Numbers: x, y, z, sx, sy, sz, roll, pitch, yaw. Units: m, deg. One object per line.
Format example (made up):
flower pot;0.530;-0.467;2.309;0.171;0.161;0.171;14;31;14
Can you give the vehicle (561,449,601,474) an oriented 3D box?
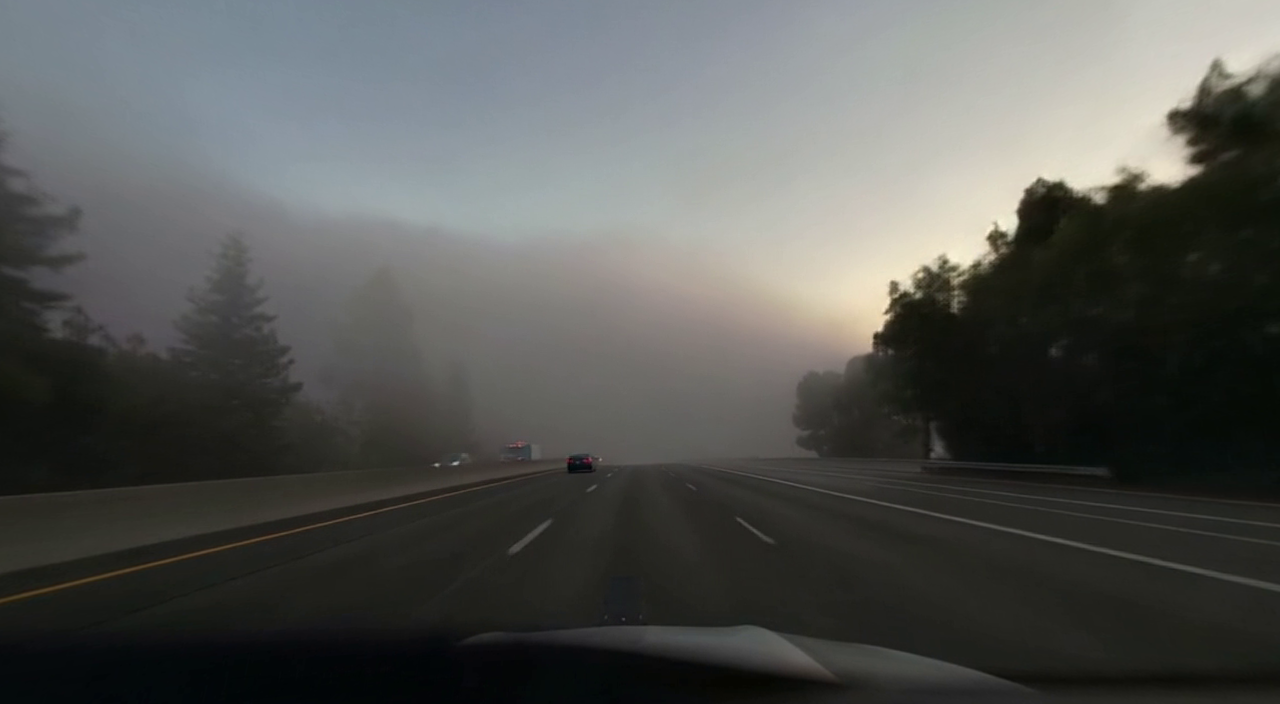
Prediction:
vehicle;-3.784;7.213;41.639;2.128;1.521;5.409;0;-9;0
